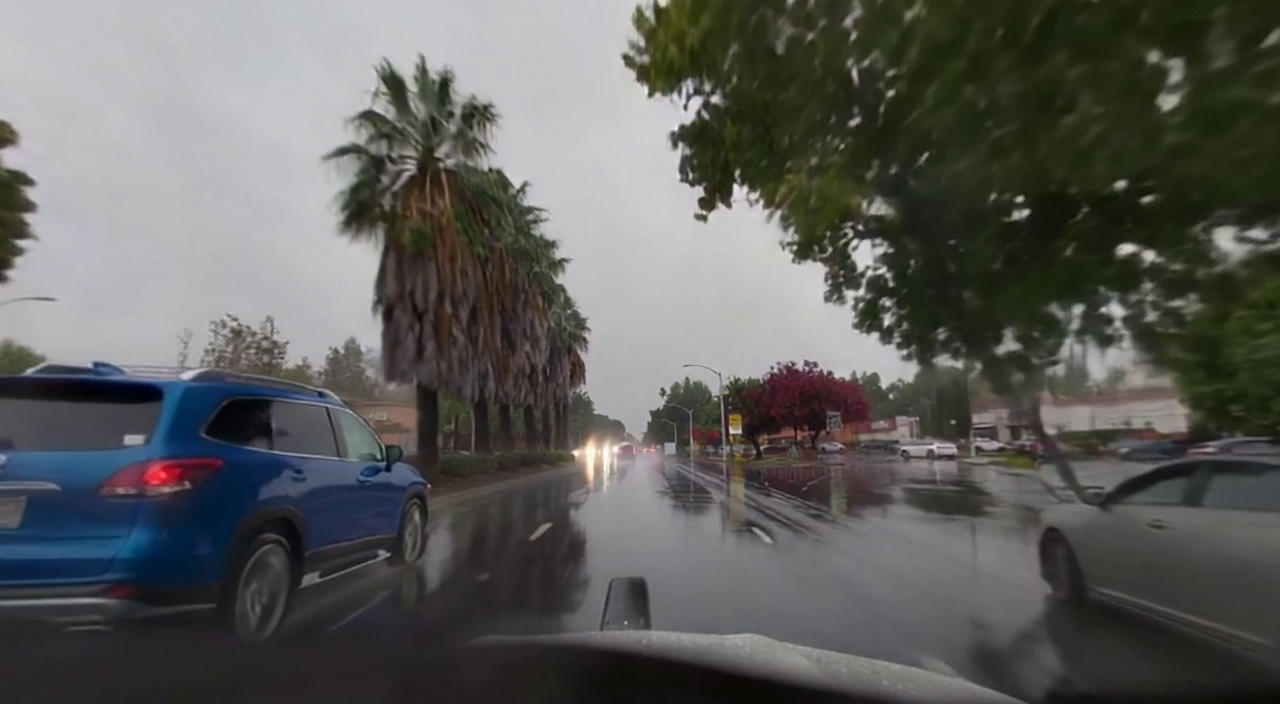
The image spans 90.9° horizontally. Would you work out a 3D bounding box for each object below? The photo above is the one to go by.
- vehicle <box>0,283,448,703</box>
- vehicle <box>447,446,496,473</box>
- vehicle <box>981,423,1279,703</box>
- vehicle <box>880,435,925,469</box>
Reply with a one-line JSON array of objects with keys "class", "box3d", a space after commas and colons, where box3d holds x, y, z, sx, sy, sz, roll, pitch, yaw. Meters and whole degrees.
[{"class": "vehicle", "box3d": [-3.300, 1.006, 4.926, 2.152, 1.987, 4.527, 0, -8, 0]}, {"class": "vehicle", "box3d": [-10.179, 6.498, 38.389, 1.846, 1.499, 4.101, 0, -8, 0]}, {"class": "vehicle", "box3d": [4.072, 1.167, 3.627, 1.978, 1.455, 4.582, -1, -8, 5]}, {"class": "vehicle", "box3d": [15.121, 5.771, 36.508, 2.180, 1.808, 4.462, -3, -9, 20]}]
